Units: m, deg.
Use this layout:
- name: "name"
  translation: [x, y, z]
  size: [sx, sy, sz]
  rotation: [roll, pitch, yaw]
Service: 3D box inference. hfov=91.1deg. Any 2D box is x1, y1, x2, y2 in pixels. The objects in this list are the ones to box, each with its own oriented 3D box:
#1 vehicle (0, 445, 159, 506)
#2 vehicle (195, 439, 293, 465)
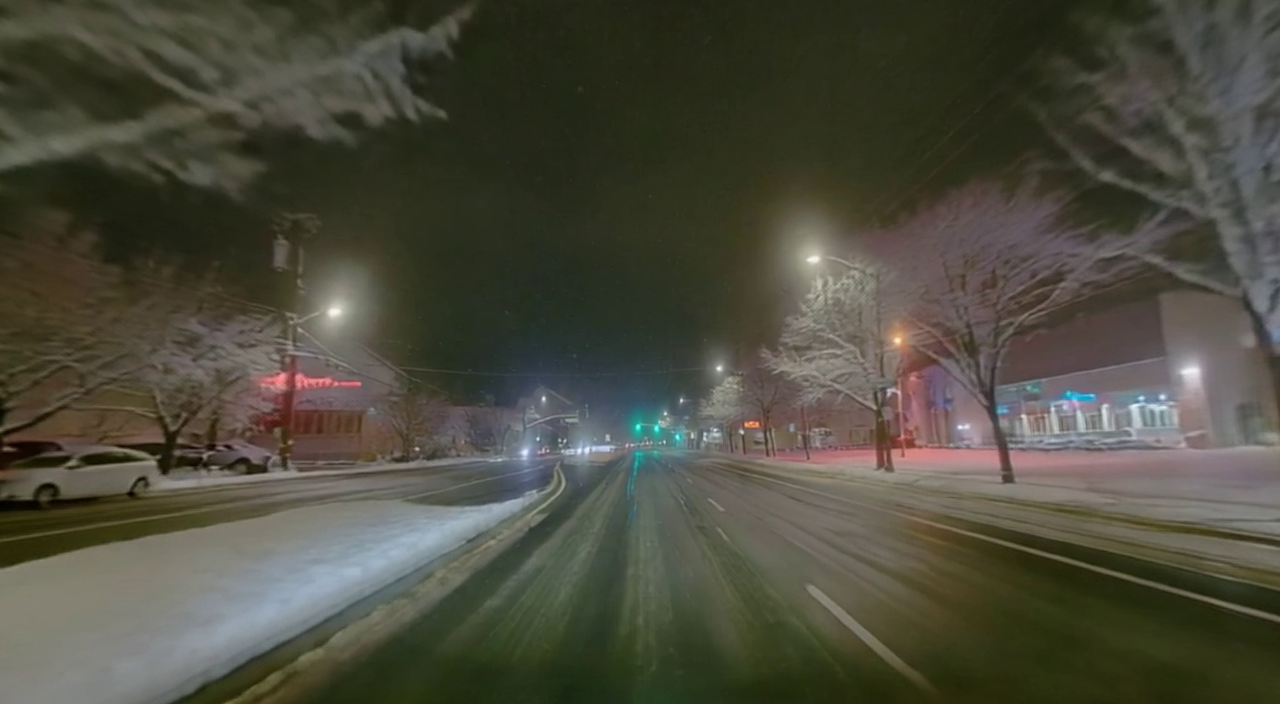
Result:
- name: "vehicle"
  translation: [-18.889, 3.871, 20.299]
  size: [2.177, 1.656, 5.516]
  rotation: [0, -8, 1]
- name: "vehicle"
  translation: [-25.890, 6.546, 41.177]
  size: [4.946, 1.656, 2.016]
  rotation: [1, -8, -4]
